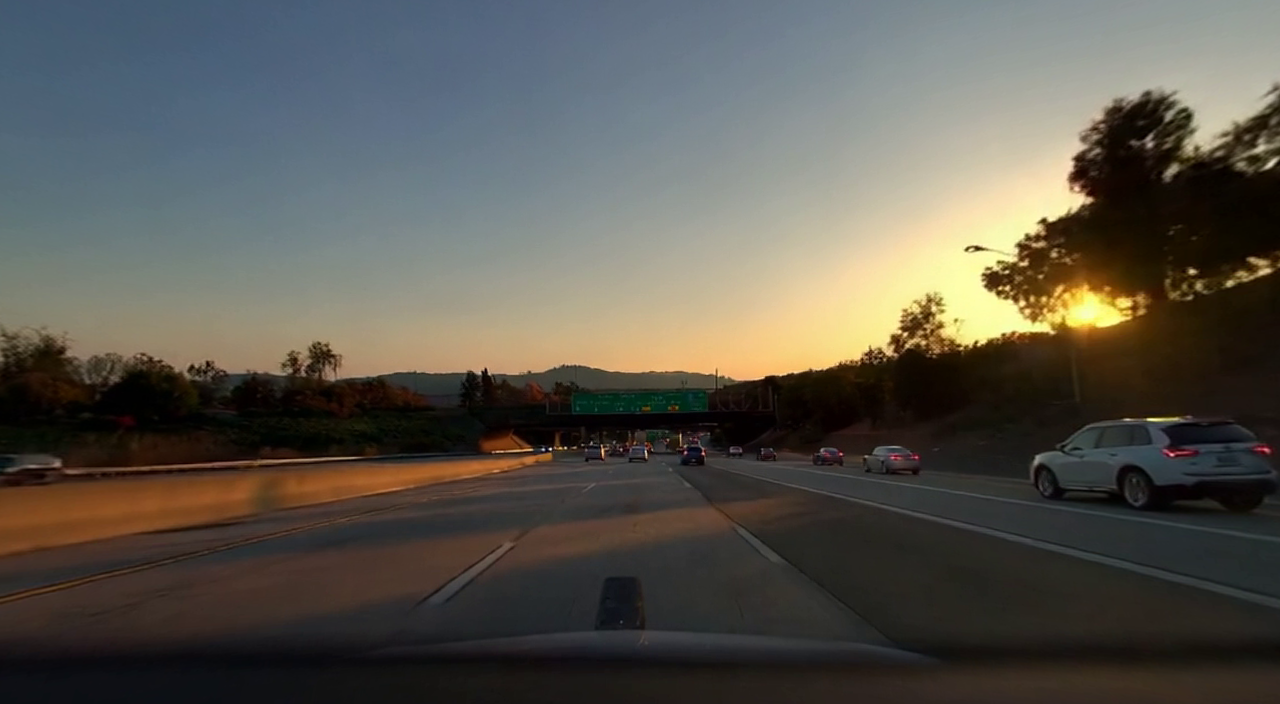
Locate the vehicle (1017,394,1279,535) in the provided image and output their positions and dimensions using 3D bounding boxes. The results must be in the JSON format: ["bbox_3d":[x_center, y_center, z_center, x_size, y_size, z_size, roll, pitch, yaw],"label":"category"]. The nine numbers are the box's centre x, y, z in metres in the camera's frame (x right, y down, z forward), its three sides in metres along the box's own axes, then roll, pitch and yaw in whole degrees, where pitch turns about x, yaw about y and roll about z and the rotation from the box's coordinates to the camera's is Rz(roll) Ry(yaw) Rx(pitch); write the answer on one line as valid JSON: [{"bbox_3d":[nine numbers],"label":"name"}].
[{"bbox_3d":[10.810,2.240,12.881,2.442,2.140,6.462,0,-9,3],"label":"vehicle"}]

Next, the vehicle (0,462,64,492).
[{"bbox_3d":[-41.740,8.353,42.391,2.278,1.859,3.848,1,-9,-5],"label":"vehicle"}]

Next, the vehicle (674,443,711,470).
[{"bbox_3d":[3.605,7.318,44.211,2.147,1.794,4.538,0,-9,0],"label":"vehicle"}]

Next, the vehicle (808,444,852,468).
[{"bbox_3d":[14.184,7.777,47.213,2.020,1.707,4.424,0,-9,1],"label":"vehicle"}]

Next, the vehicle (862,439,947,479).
[{"bbox_3d":[12.686,5.168,30.622,2.116,1.754,4.727,0,-9,1],"label":"vehicle"}]
